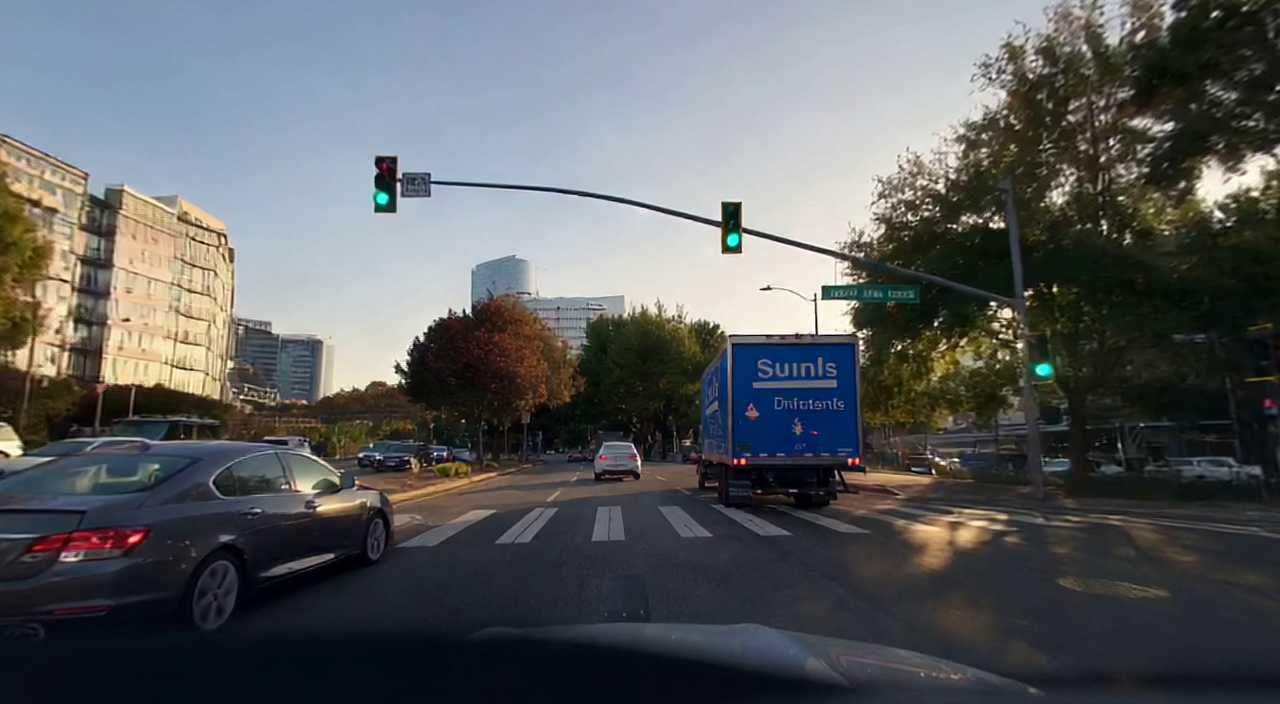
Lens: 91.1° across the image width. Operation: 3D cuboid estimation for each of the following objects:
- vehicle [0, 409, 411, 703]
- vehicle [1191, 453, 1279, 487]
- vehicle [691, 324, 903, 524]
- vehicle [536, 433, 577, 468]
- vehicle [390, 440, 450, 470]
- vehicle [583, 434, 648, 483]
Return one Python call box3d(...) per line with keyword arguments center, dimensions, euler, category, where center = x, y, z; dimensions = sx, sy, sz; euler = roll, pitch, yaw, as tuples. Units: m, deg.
box3d(center=(-3.748, 1.386, 5.462), dimensions=(1.828, 1.515, 4.422), euler=(0, -9, 0), category="vehicle")
box3d(center=(32.182, 6.291, 33.765), dimensions=(4.767, 1.660, 2.089), euler=(5, -9, -28), category="vehicle")
box3d(center=(3.195, 1.907, 15.734), dimensions=(2.905, 3.644, 8.441), euler=(0, -9, -1), category="vehicle")
box3d(center=(-5.581, 6.660, 42.667), dimensions=(2.269, 2.181, 5.787), euler=(0, -9, -3), category="vehicle")
box3d(center=(-13.332, 6.263, 38.361), dimensions=(2.241, 1.705, 4.807), euler=(1, -9, -4), category="vehicle")
box3d(center=(-1.056, 4.304, 25.640), dimensions=(2.388, 1.811, 4.455), euler=(1, -9, -4), category="vehicle")
